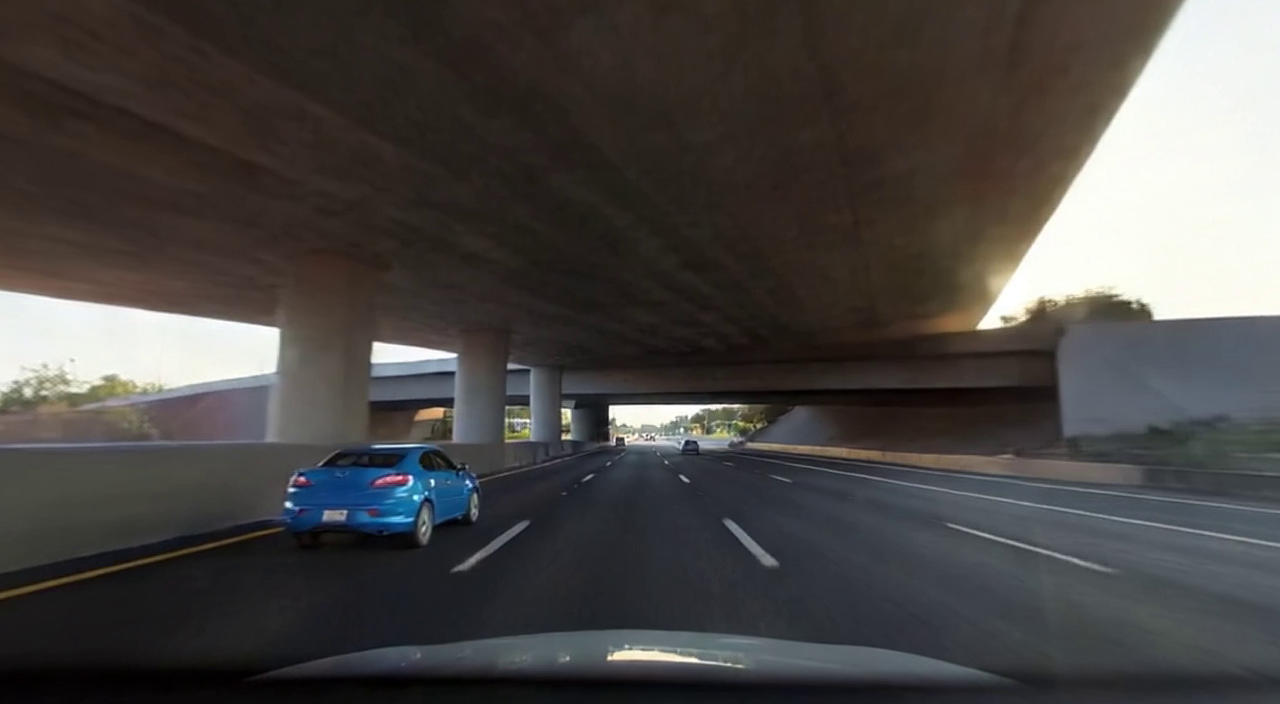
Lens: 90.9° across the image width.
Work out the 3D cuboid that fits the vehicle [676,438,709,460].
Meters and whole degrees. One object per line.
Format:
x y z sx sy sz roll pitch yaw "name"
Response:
3.807 7.053 46.167 1.949 1.515 4.374 0 -8 -1 "vehicle"
